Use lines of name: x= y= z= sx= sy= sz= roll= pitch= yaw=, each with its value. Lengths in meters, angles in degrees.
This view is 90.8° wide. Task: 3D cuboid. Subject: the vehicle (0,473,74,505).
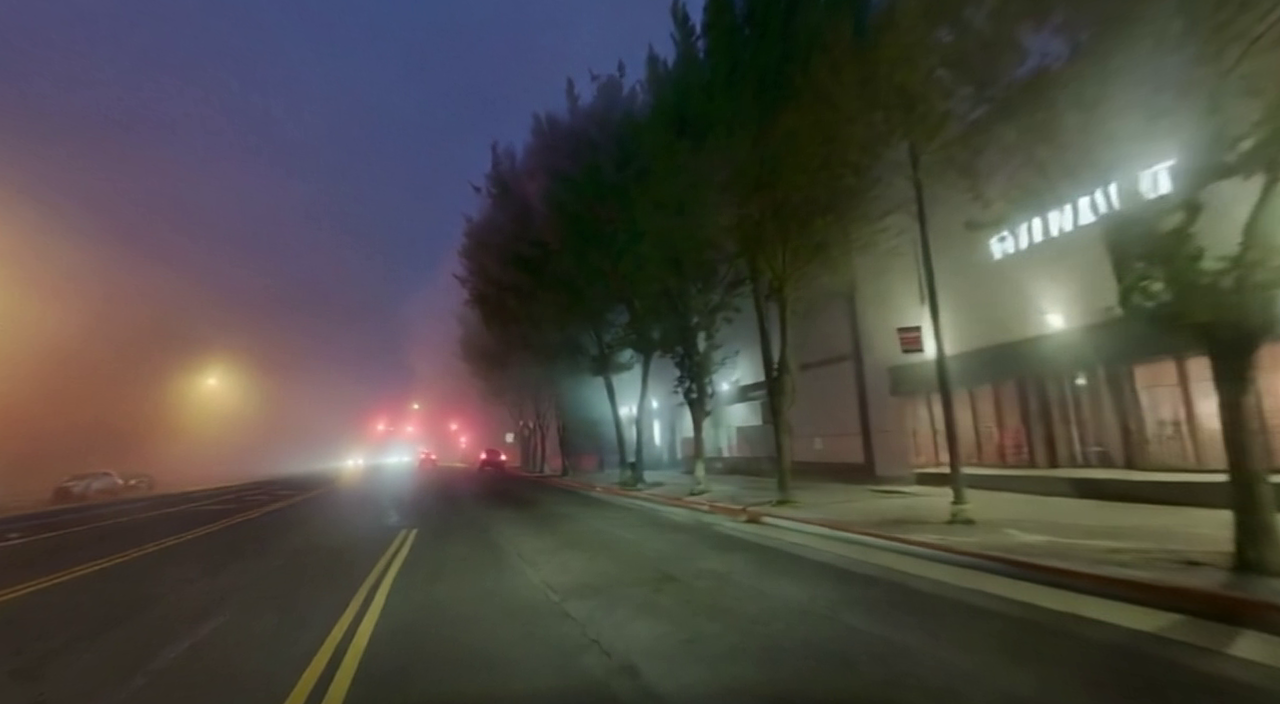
vehicle: x=-39.830 y=8.967 z=41.593 sx=1.962 sy=1.741 sz=4.289 roll=2 pitch=-9 yaw=-16
